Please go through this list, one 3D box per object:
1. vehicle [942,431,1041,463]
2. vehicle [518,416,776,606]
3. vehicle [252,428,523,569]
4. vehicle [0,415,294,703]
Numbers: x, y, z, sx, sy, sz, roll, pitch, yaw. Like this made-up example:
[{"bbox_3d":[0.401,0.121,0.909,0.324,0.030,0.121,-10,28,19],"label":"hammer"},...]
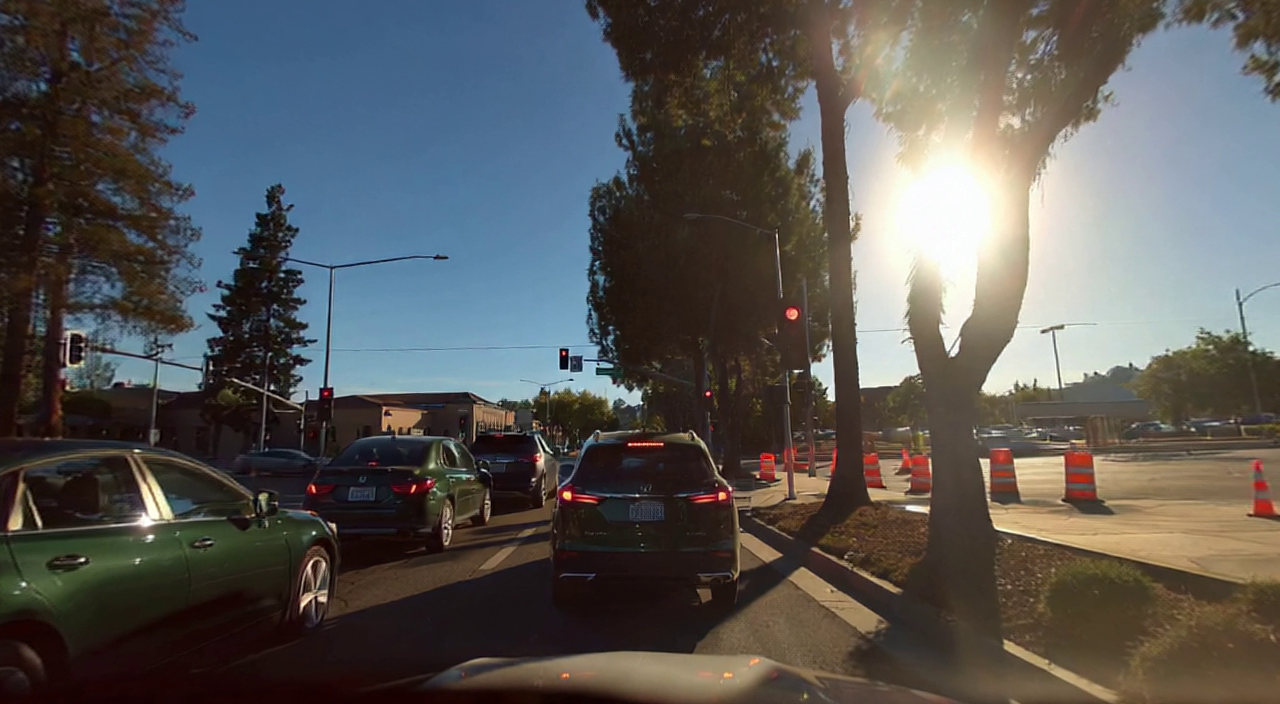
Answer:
[{"bbox_3d":[22.701,6.152,40.807,5.082,1.907,2.115,0,-9,2],"label":"vehicle"},{"bbox_3d":[0.100,1.620,7.209,2.167,1.560,3.676,0,-9,1],"label":"vehicle"},{"bbox_3d":[-3.279,1.997,9.445,1.989,1.541,4.626,0,-9,2],"label":"vehicle"},{"bbox_3d":[-3.592,0.946,2.145,2.064,1.497,4.722,0,-9,1],"label":"vehicle"}]
